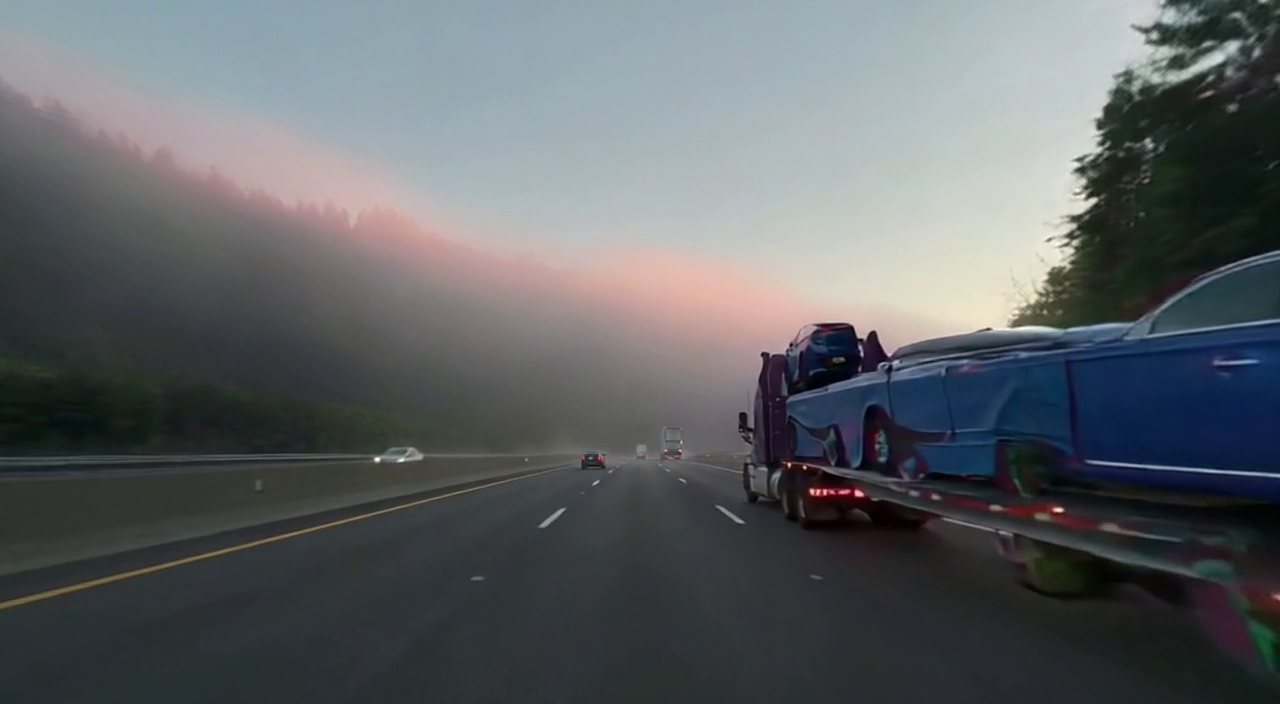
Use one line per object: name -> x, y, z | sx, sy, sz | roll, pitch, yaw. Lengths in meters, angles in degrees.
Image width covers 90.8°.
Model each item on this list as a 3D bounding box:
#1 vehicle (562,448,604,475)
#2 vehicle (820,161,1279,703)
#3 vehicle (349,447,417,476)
vehicle -> -3.346, 6.564, 37.949 | 2.091, 1.522, 4.301 | 0, -9, 0
vehicle -> 3.770, 0.427, 2.996 | 2.800, 2.053, 9.751 | 0, -9, -1
vehicle -> -14.969, 6.409, 37.069 | 2.036, 1.561, 4.605 | 0, -9, 1
